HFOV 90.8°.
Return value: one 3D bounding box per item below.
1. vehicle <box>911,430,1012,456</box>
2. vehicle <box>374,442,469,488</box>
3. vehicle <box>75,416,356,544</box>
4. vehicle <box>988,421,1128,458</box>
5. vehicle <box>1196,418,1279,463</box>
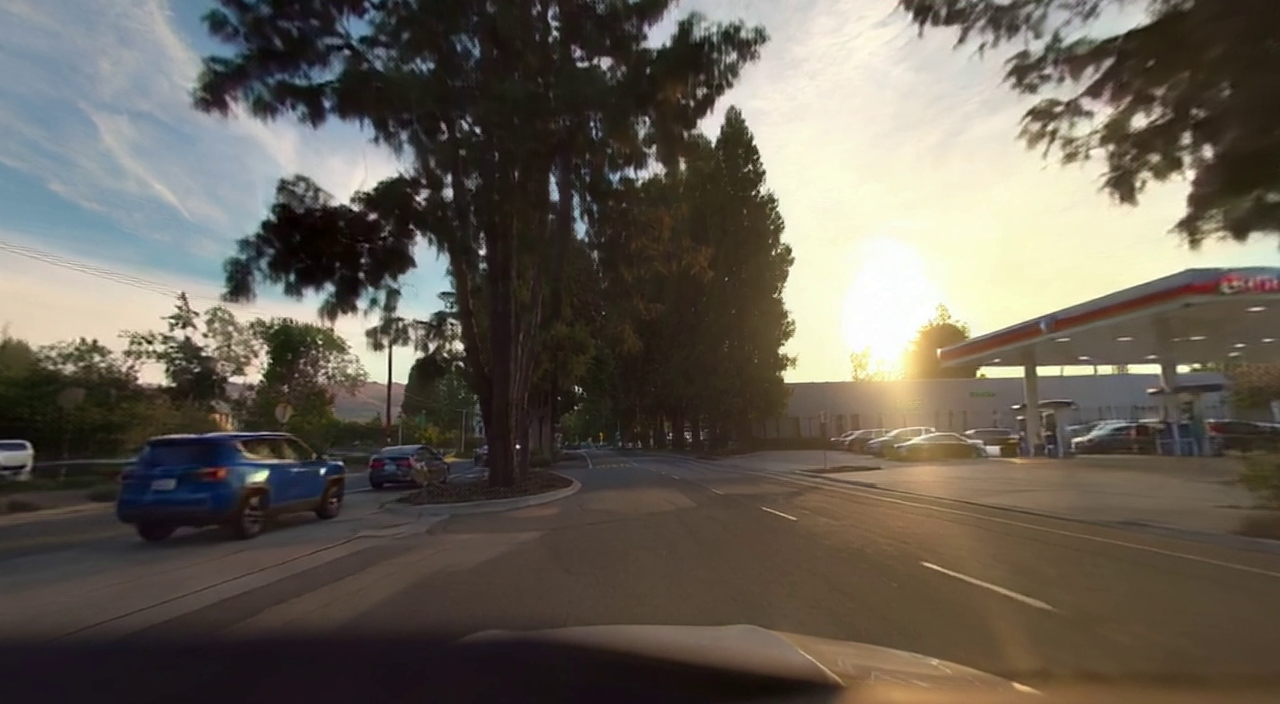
[{"bbox_3d":[18.709,5.303,36.874,4.800,1.459,2.051,1,-9,-5],"label":"vehicle"},{"bbox_3d":[-7.688,3.986,22.725,1.982,1.465,4.376,0,-9,-2],"label":"vehicle"},{"bbox_3d":[-6.922,2.110,11.105,1.987,1.747,4.545,0,-9,-4],"label":"vehicle"},{"bbox_3d":[19.115,4.036,29.085,4.868,1.610,2.223,0,-9,-2],"label":"vehicle"},{"bbox_3d":[21.523,3.181,22.638,4.557,1.434,1.916,8,-12,-44],"label":"vehicle"}]
